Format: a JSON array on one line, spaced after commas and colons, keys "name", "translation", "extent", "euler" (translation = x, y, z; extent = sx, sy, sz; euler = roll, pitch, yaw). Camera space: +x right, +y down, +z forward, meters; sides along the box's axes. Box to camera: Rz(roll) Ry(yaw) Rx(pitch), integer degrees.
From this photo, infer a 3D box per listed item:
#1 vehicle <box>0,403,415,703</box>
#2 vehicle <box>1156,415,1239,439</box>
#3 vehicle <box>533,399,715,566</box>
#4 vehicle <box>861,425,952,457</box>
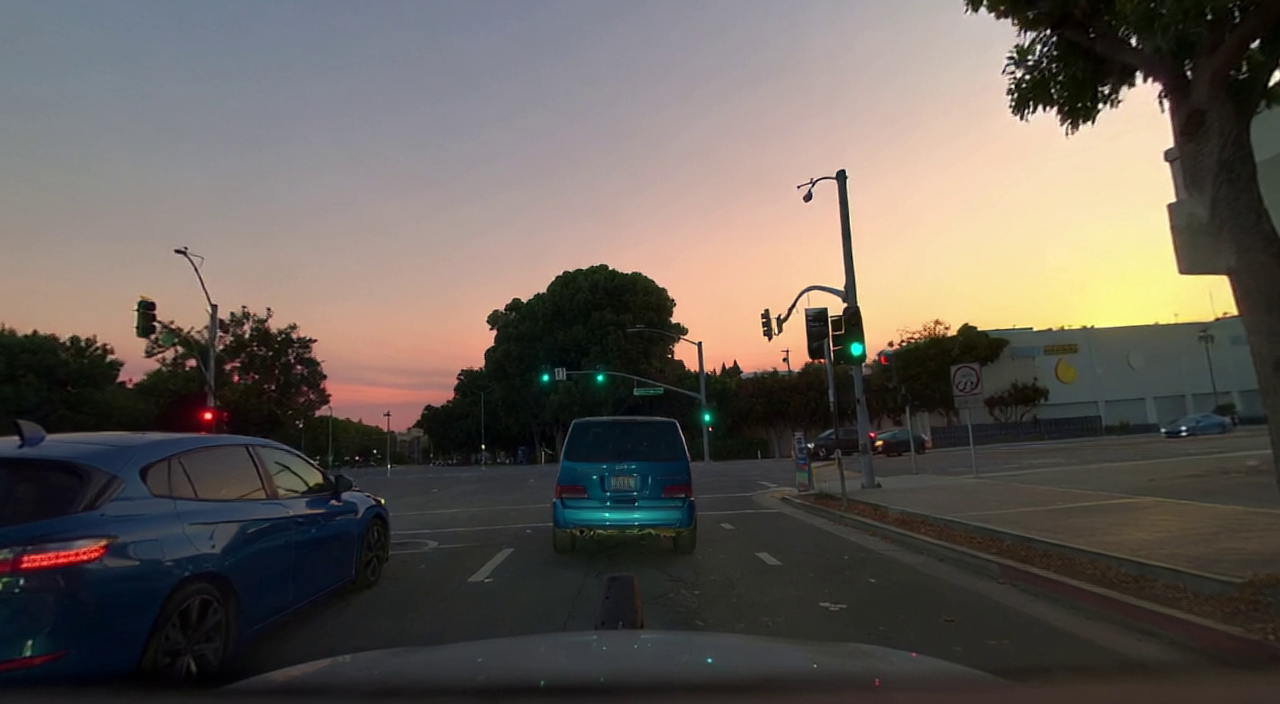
[{"name": "vehicle", "translation": [-3.380, 1.270, 4.608], "extent": [2.011, 1.527, 4.008], "euler": [0, -8, -1]}, {"name": "vehicle", "translation": [35.670, 4.836, 40.435], "extent": [4.509, 1.487, 1.915], "euler": [3, -9, -20]}, {"name": "vehicle", "translation": [-0.180, 1.797, 9.374], "extent": [2.059, 1.877, 4.249], "euler": [0, -8, 0]}, {"name": "vehicle", "translation": [13.575, 4.554, 32.258], "extent": [3.830, 1.545, 2.006], "euler": [3, -9, -18]}]
